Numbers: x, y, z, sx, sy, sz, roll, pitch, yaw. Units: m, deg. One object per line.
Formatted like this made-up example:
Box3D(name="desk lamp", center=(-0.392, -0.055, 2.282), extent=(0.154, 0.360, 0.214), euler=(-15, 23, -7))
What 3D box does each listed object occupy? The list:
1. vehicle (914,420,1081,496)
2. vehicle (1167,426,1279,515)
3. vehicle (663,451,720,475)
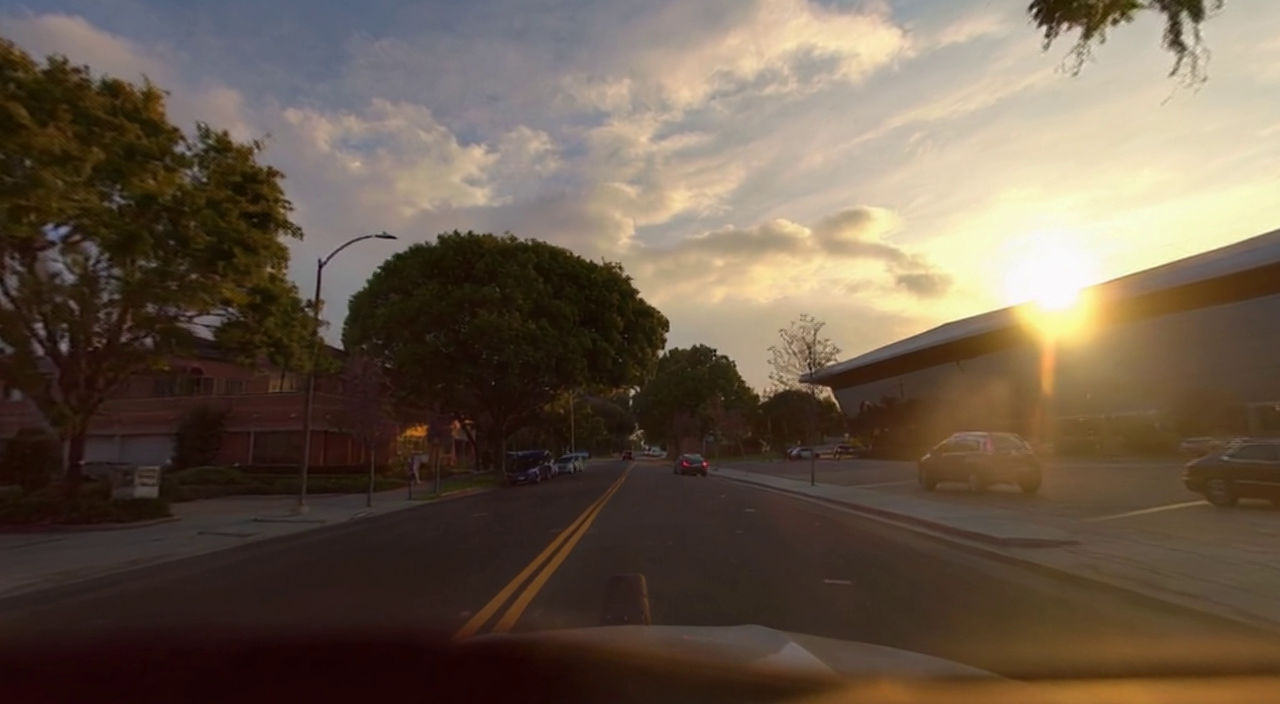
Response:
Box3D(name="vehicle", center=(9.795, 3.046, 17.845), extent=(2.018, 1.840, 4.662), euler=(-1, -11, 1))
Box3D(name="vehicle", center=(12.178, 2.070, 11.054), extent=(1.903, 1.528, 4.374), euler=(0, -9, -3))
Box3D(name="vehicle", center=(3.876, 8.525, 48.360), extent=(2.097, 1.740, 4.277), euler=(6, -11, -34))
